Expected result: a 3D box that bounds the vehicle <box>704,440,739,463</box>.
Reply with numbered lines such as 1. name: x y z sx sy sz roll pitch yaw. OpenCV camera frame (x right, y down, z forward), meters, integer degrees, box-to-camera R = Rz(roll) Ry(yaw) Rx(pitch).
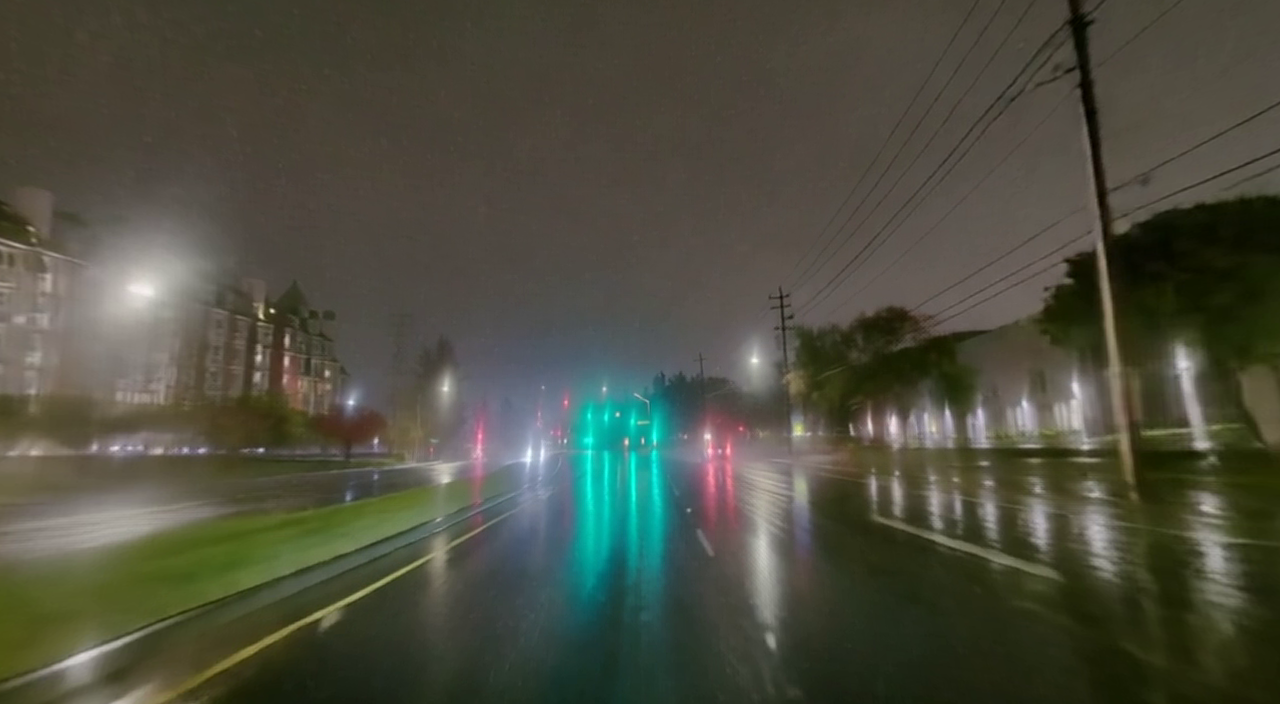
1. vehicle: 5.704 7.001 44.344 1.908 1.476 3.880 0 -9 0
